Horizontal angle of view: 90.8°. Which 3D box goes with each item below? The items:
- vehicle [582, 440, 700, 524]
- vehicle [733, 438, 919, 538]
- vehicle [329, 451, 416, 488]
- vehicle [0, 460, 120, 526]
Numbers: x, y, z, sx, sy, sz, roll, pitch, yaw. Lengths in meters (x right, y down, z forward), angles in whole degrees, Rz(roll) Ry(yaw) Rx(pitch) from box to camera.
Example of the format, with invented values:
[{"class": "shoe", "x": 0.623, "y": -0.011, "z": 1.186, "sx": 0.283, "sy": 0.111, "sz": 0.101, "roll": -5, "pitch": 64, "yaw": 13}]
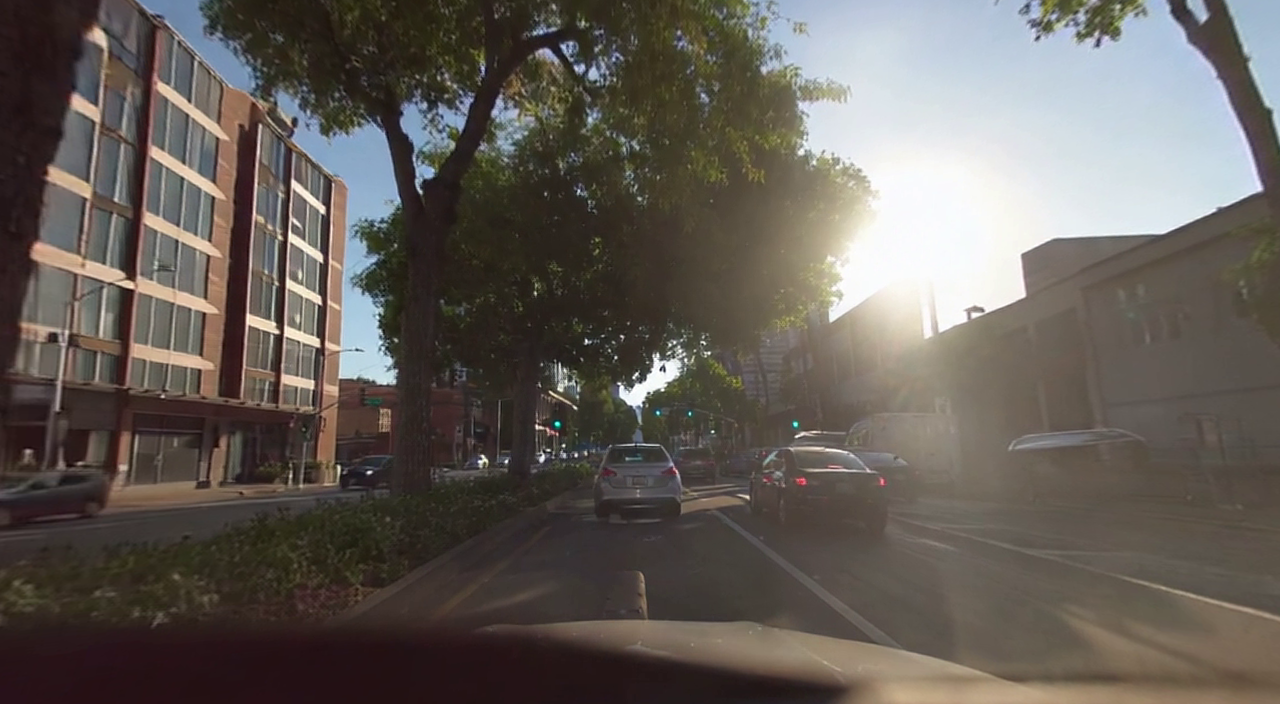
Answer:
[{"class": "vehicle", "x": -0.032, "y": 2.618, "z": 13.393, "sx": 2.105, "sy": 1.474, "sz": 4.127, "roll": 0, "pitch": -8, "yaw": -1}, {"class": "vehicle", "x": 3.147, "y": 2.383, "z": 11.841, "sx": 1.995, "sy": 1.483, "sz": 4.533, "roll": 0, "pitch": -8, "yaw": -2}, {"class": "vehicle", "x": -12.369, "y": 5.446, "z": 29.571, "sx": 2.020, "sy": 1.533, "sz": 4.620, "roll": 0, "pitch": -8, "yaw": 0}, {"class": "vehicle", "x": -16.304, "y": 3.619, "z": 16.447, "sx": 1.864, "sy": 1.489, "sz": 4.346, "roll": 0, "pitch": -8, "yaw": -1}]
